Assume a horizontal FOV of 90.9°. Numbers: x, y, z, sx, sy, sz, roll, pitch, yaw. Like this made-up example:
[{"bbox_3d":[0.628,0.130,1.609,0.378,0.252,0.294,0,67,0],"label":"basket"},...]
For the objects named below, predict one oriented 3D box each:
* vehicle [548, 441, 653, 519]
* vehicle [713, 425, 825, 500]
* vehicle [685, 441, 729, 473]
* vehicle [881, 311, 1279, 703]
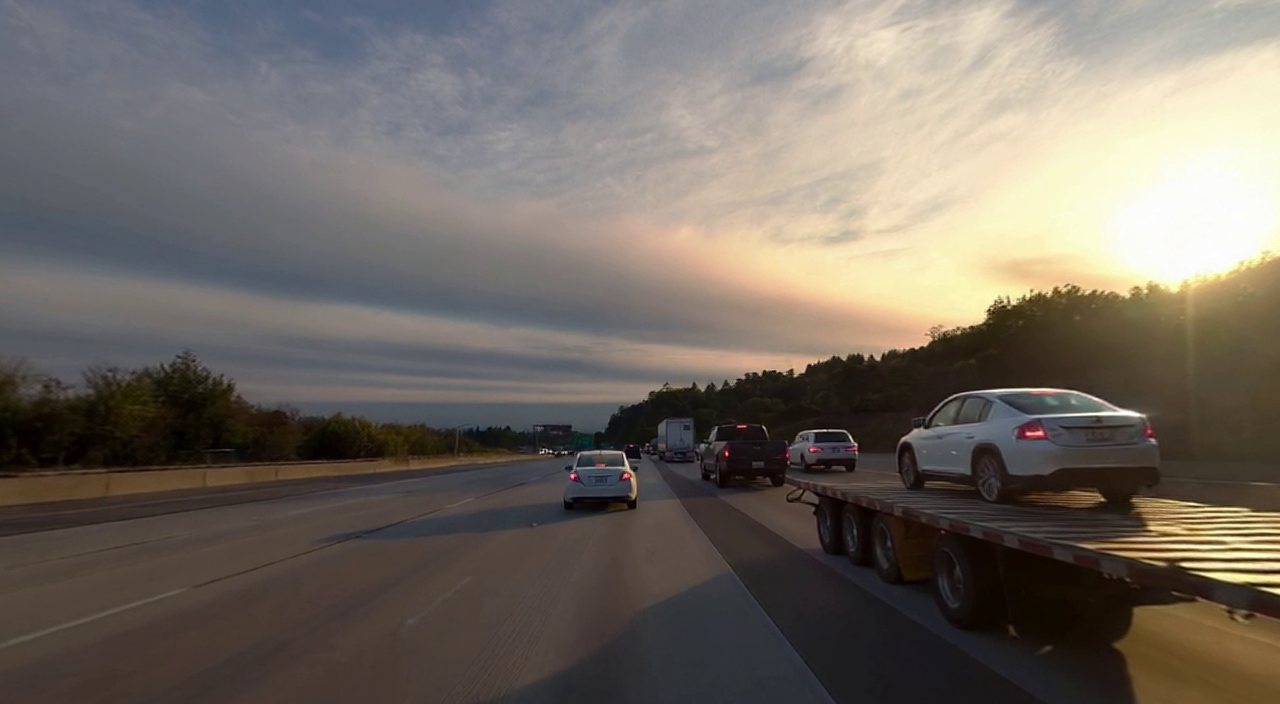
[{"bbox_3d":[-0.732,2.735,13.886,1.991,1.466,3.675,0,-9,0],"label":"vehicle"},{"bbox_3d":[3.535,3.138,18.179,2.303,1.889,3.920,0,-9,-1],"label":"vehicle"},{"bbox_3d":[3.710,5.931,35.661,1.938,1.660,4.223,0,-9,-1],"label":"vehicle"},{"bbox_3d":[3.427,0.992,4.013,1.959,1.783,4.407,0,-9,-1],"label":"vehicle"}]
